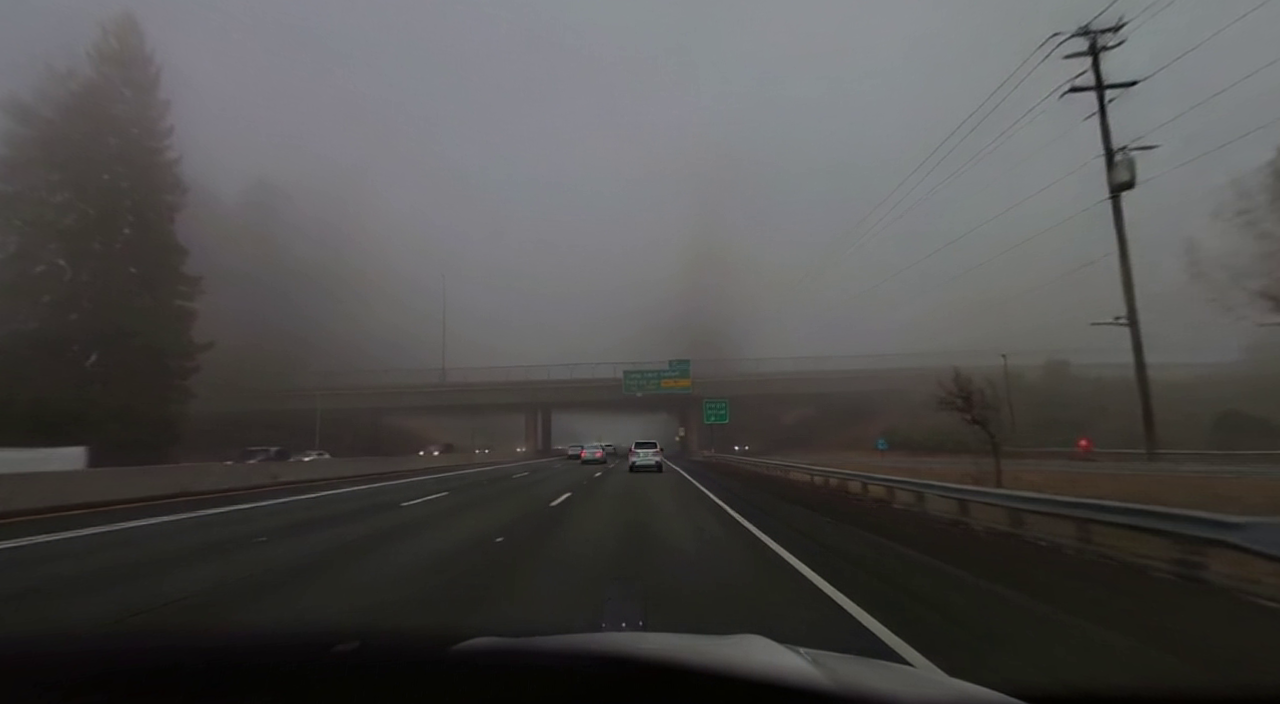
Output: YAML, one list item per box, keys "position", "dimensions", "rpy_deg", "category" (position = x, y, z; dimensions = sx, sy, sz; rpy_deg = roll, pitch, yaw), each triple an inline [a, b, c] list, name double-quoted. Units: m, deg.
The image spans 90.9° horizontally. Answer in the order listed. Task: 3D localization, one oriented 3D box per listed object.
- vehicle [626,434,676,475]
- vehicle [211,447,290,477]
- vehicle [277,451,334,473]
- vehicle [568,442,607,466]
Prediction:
- position: [0.477, 4.654, 28.897]
  dimensions: [2.152, 1.697, 4.066]
  rpy_deg: [0, -8, 0]
  category: "vehicle"
- position: [-21.798, 6.159, 35.458]
  dimensions: [1.915, 1.541, 3.976]
  rpy_deg: [0, -8, -1]
  category: "vehicle"
- position: [-25.008, 8.216, 47.370]
  dimensions: [1.801, 1.466, 4.527]
  rpy_deg: [0, -8, 0]
  category: "vehicle"
- position: [-3.329, 6.563, 40.880]
  dimensions: [2.056, 1.464, 4.564]
  rpy_deg: [0, -8, 1]
  category: "vehicle"
